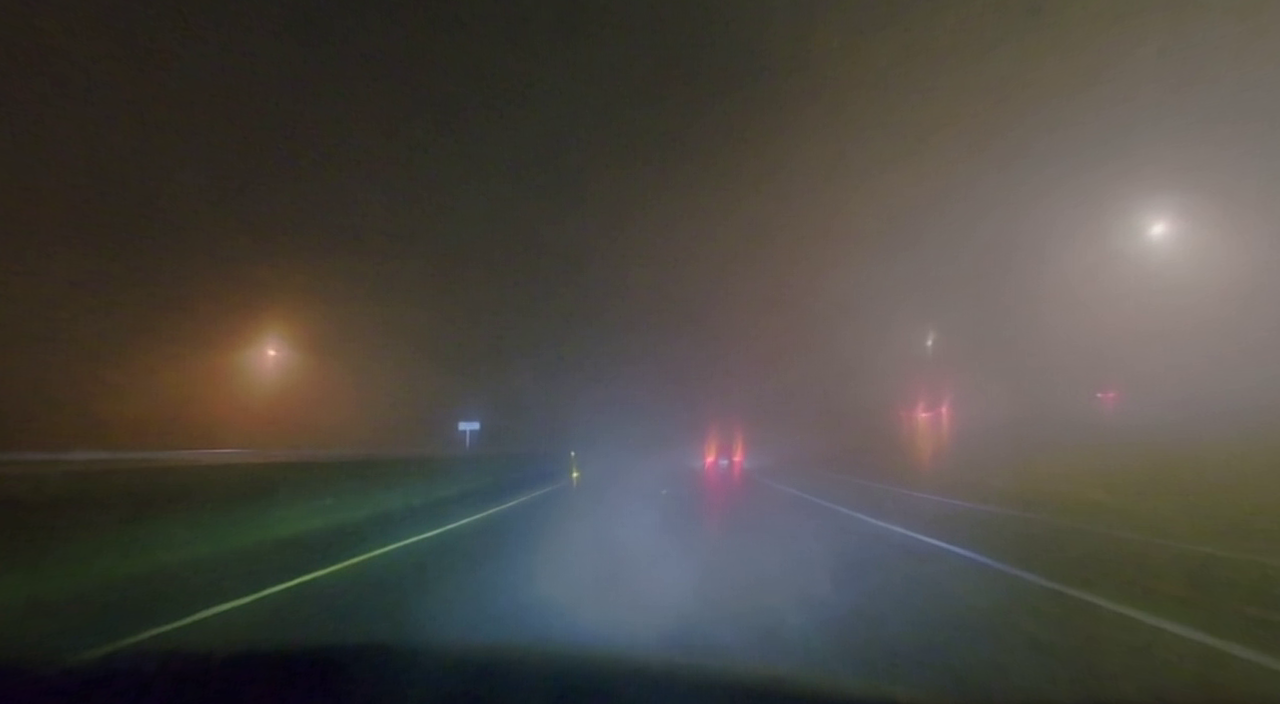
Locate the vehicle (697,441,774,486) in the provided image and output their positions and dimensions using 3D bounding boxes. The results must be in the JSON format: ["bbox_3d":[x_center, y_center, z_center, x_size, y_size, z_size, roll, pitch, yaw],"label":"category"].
[{"bbox_3d":[3.239,3.870,22.186,2.124,1.405,4.398,0,-8,1],"label":"vehicle"}]
